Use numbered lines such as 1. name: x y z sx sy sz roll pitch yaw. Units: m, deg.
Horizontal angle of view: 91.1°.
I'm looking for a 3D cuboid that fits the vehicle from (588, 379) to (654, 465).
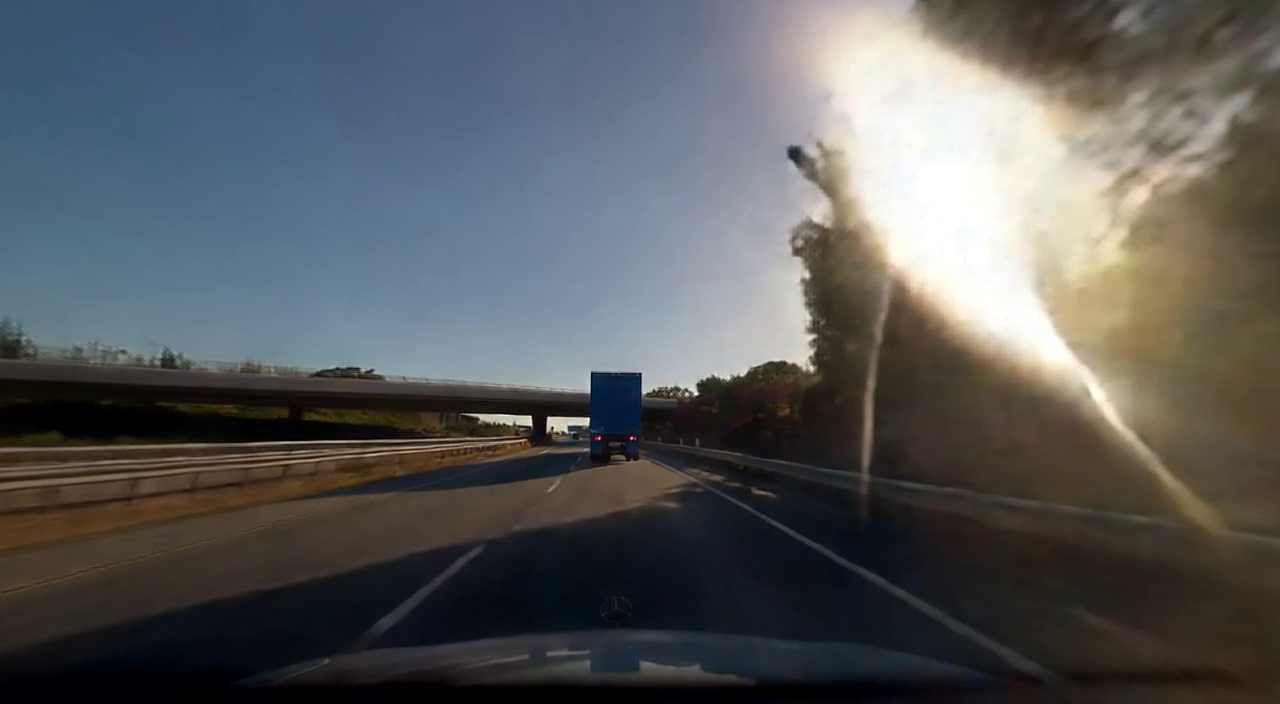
1. vehicle: -1.147 3.913 34.133 3.023 3.965 10.402 0 -8 -3
